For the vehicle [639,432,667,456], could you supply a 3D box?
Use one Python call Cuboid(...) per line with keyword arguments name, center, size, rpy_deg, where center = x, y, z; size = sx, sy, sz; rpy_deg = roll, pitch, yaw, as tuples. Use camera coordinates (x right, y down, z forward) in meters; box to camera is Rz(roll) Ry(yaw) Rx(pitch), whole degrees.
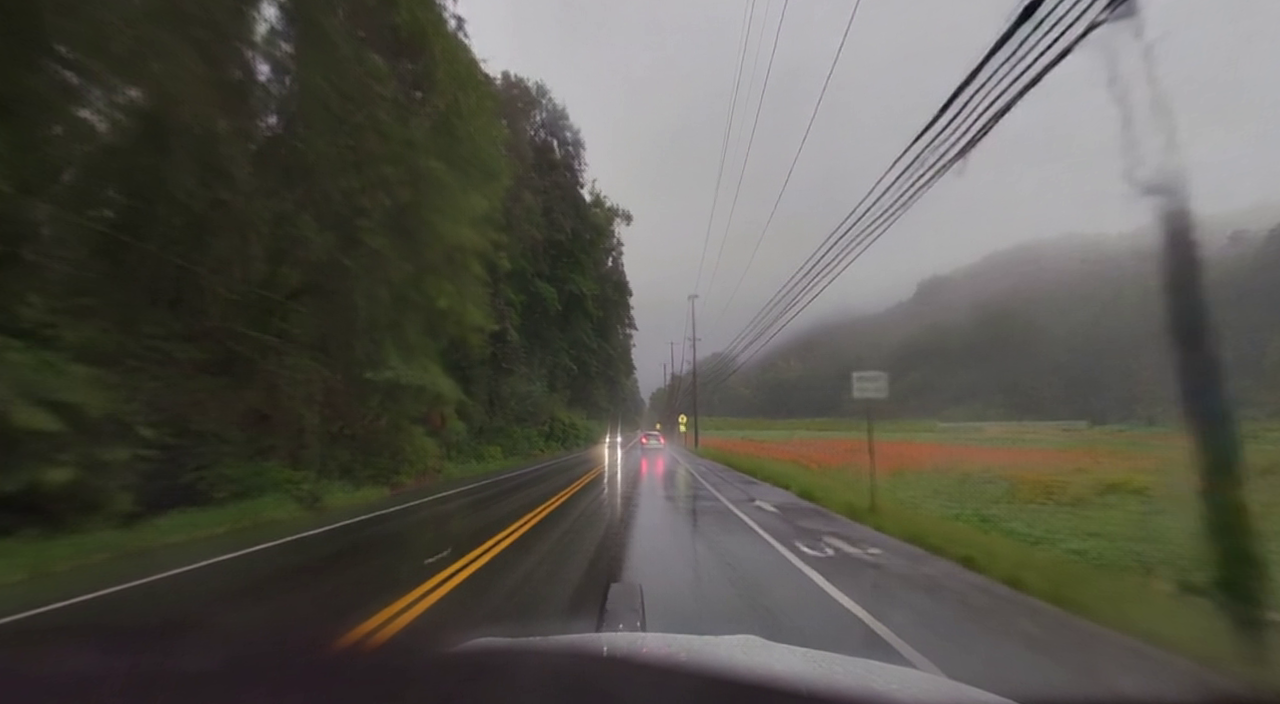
Cuboid(name="vehicle", center=(1.057, 7.142, 49.012), size=(2.083, 1.767, 4.448), rpy_deg=(0, -8, 2))
